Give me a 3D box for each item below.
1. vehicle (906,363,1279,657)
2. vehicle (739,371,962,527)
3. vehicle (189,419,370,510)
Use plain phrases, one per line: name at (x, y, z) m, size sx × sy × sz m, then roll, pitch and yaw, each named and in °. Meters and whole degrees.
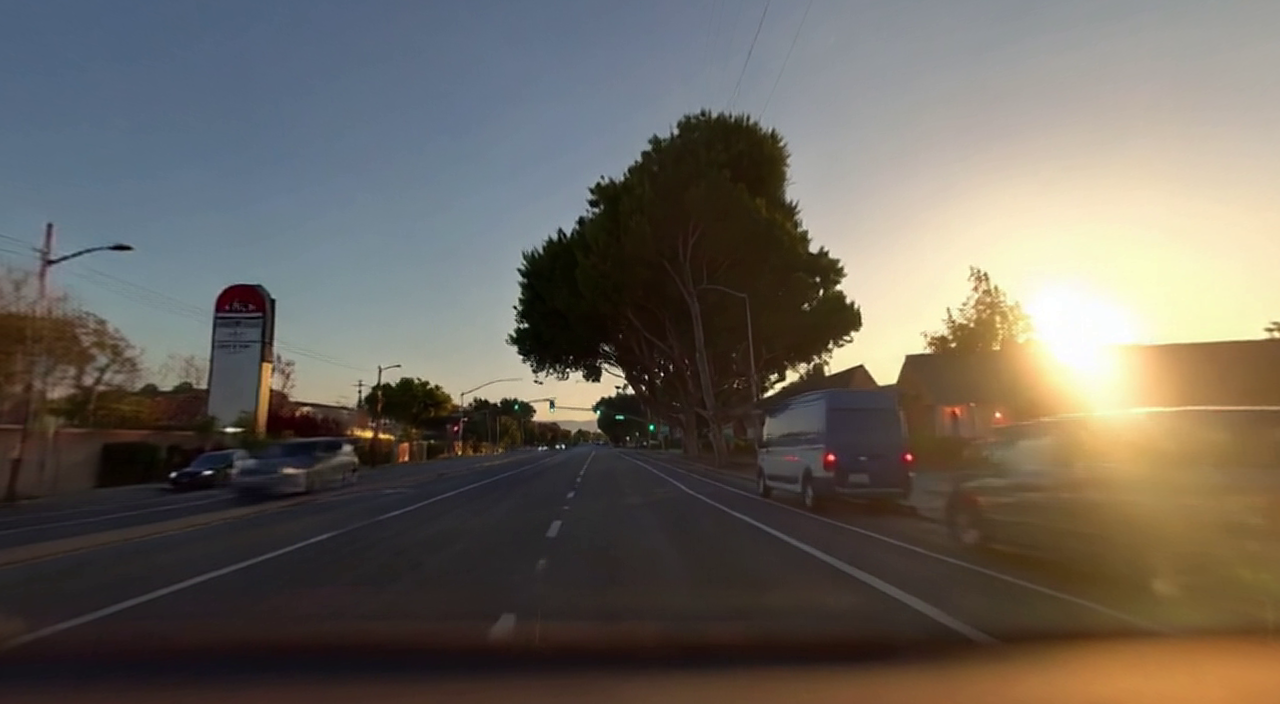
vehicle at (5.212, 1.451, 6.918) m, size 2.002 × 2.010 × 5.145 m, roll 1°, pitch -8°, yaw -4°
vehicle at (4.496, 2.192, 15.057) m, size 2.739 × 2.866 × 6.142 m, roll -1°, pitch -7°, yaw -4°
vehicle at (-9.188, 2.889, 16.703) m, size 2.235 × 2.023 × 4.923 m, roll 1°, pitch -8°, yaw -6°
